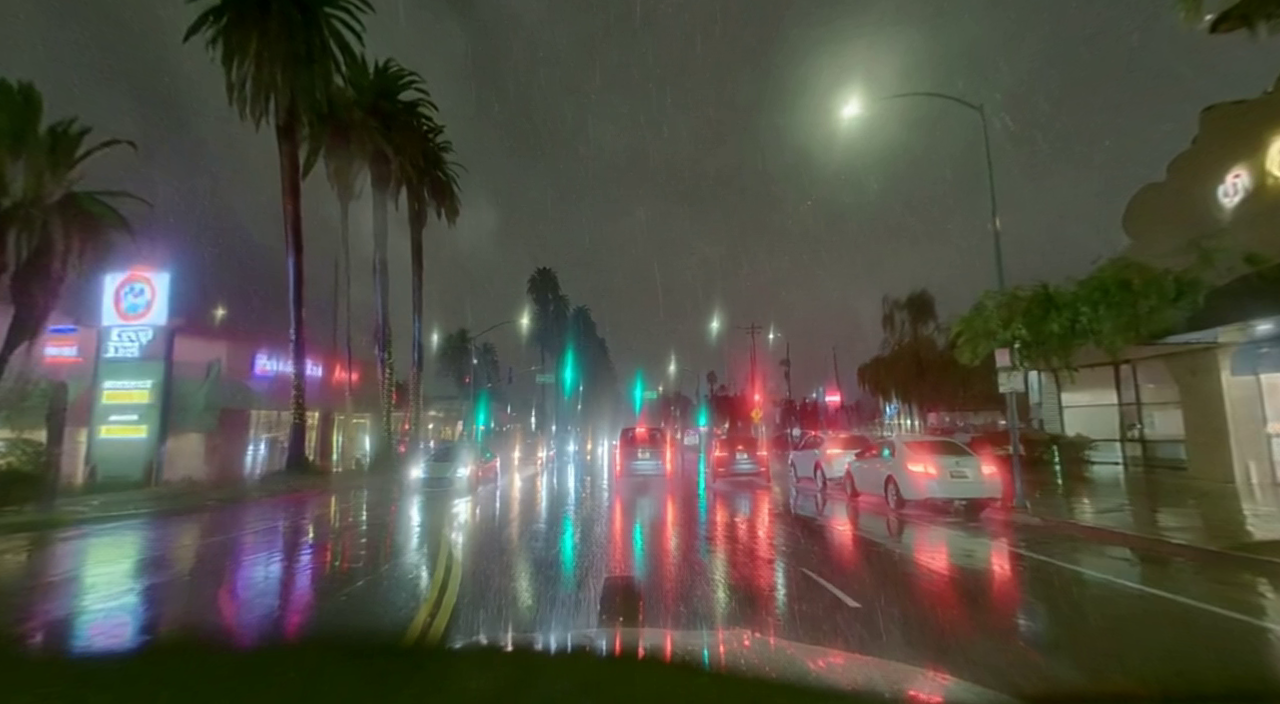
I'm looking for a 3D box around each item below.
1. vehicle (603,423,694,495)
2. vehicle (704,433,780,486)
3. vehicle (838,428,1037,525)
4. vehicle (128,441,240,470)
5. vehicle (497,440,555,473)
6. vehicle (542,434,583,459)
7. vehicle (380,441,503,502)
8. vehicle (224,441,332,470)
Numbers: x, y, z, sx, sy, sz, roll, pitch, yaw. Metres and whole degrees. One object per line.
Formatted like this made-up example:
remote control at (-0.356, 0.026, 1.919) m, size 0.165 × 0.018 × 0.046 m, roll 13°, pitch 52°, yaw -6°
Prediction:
vehicle at (0.172, 3.018, 18.166) m, size 2.264 × 1.798 × 4.531 m, roll 0°, pitch -8°, yaw -1°
vehicle at (3.602, 3.907, 23.243) m, size 2.070 × 1.711 × 4.480 m, roll 0°, pitch -8°, yaw 0°
vehicle at (6.137, 2.611, 13.830) m, size 2.008 × 1.729 × 4.647 m, roll 0°, pitch -8°, yaw -1°
vehicle at (-25.735, 5.817, 35.883) m, size 1.873 × 1.507 × 4.809 m, roll -3°, pitch -8°, yaw 23°
vehicle at (-5.525, 5.132, 31.291) m, size 2.092 × 1.504 × 4.374 m, roll 0°, pitch -8°, yaw -1°
vehicle at (-5.633, 6.966, 46.569) m, size 2.341 × 1.762 × 4.865 m, roll 0°, pitch -8°, yaw 0°
vehicle at (-5.192, 3.173, 17.284) m, size 1.946 × 1.412 × 4.657 m, roll 0°, pitch -8°, yaw -1°
vehicle at (-19.669, 5.635, 34.513) m, size 1.759 × 1.457 × 4.727 m, roll -7°, pitch -11°, yaw 37°
